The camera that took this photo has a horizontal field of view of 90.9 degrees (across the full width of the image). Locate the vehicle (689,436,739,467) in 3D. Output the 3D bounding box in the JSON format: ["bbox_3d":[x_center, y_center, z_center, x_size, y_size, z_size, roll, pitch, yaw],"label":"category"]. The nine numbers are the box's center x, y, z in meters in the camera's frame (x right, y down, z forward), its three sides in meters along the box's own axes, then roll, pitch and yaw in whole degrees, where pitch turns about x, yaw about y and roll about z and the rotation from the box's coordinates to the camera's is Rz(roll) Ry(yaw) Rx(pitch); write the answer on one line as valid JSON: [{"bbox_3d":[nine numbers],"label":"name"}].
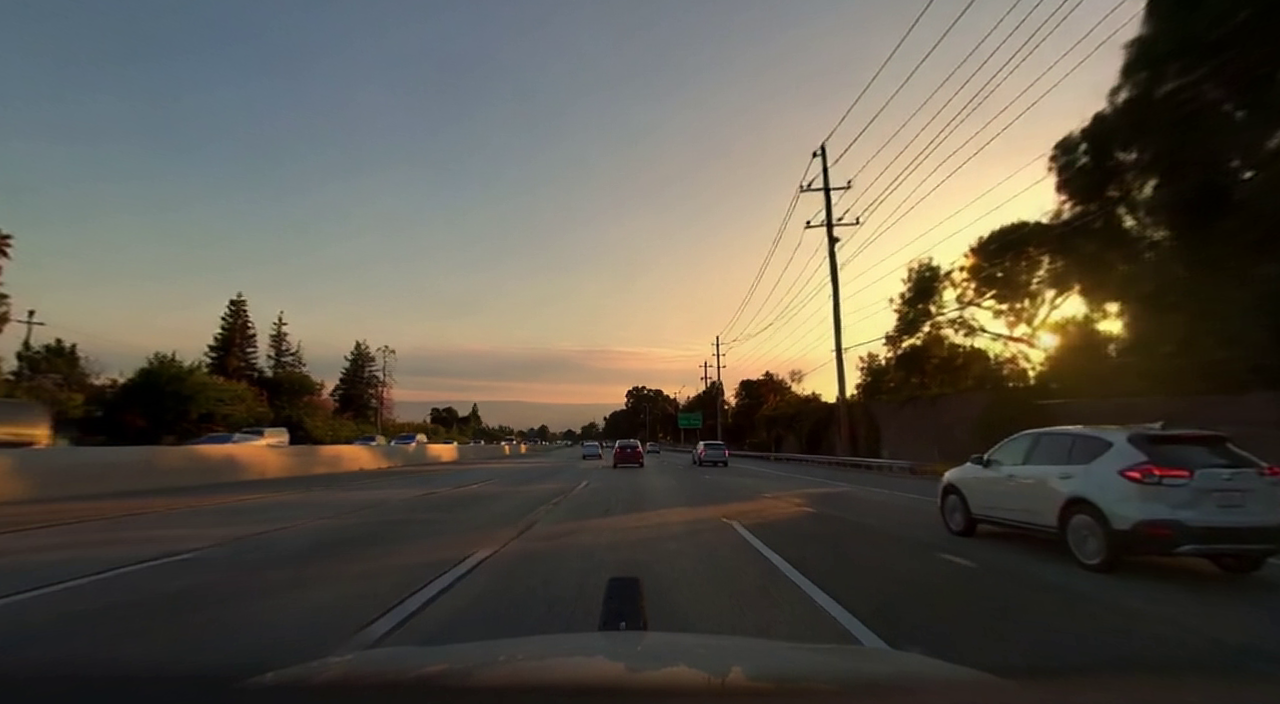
[{"bbox_3d":[4.355,5.966,37.987,2.099,1.720,4.829,1,-9,-4],"label":"vehicle"}]

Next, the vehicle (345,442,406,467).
[{"bbox_3d":[-16.653,6.463,39.951,1.902,1.437,4.601,0,-8,0],"label":"vehicle"}]

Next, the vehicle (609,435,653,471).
[{"bbox_3d":[-0.543,5.331,33.417,2.192,1.769,4.287,0,-9,-2],"label":"vehicle"}]

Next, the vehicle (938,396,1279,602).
[{"bbox_3d":[5.999,1.604,7.794,2.102,1.723,4.745,1,-9,-3],"label":"vehicle"}]

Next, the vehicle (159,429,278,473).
[{"bbox_3d":[-16.390,3.886,24.812,1.838,1.551,4.182,0,-9,-2],"label":"vehicle"}]
